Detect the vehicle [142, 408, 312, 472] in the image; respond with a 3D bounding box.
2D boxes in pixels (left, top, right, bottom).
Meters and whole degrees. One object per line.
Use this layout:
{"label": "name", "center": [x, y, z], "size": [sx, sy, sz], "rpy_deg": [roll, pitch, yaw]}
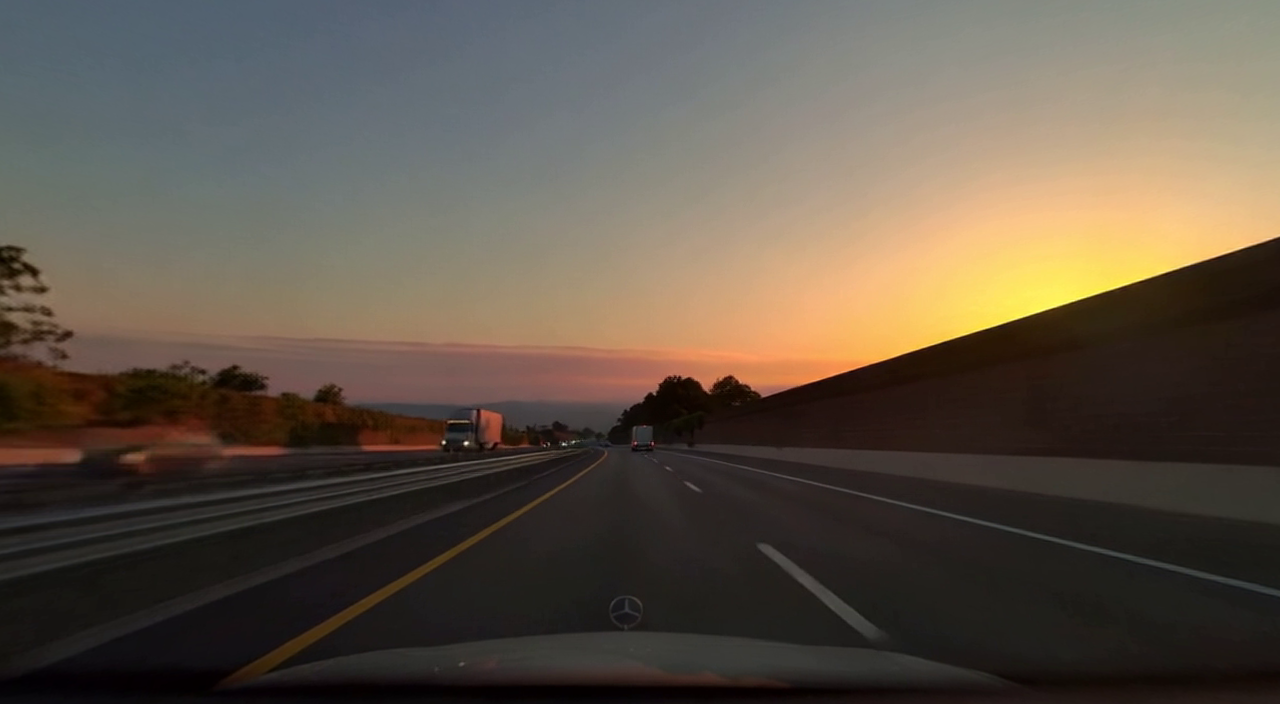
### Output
{"label": "vehicle", "center": [-11.849, 2.599, 18.466], "size": [2.006, 1.663, 4.316], "rpy_deg": [0, -8, 1]}
